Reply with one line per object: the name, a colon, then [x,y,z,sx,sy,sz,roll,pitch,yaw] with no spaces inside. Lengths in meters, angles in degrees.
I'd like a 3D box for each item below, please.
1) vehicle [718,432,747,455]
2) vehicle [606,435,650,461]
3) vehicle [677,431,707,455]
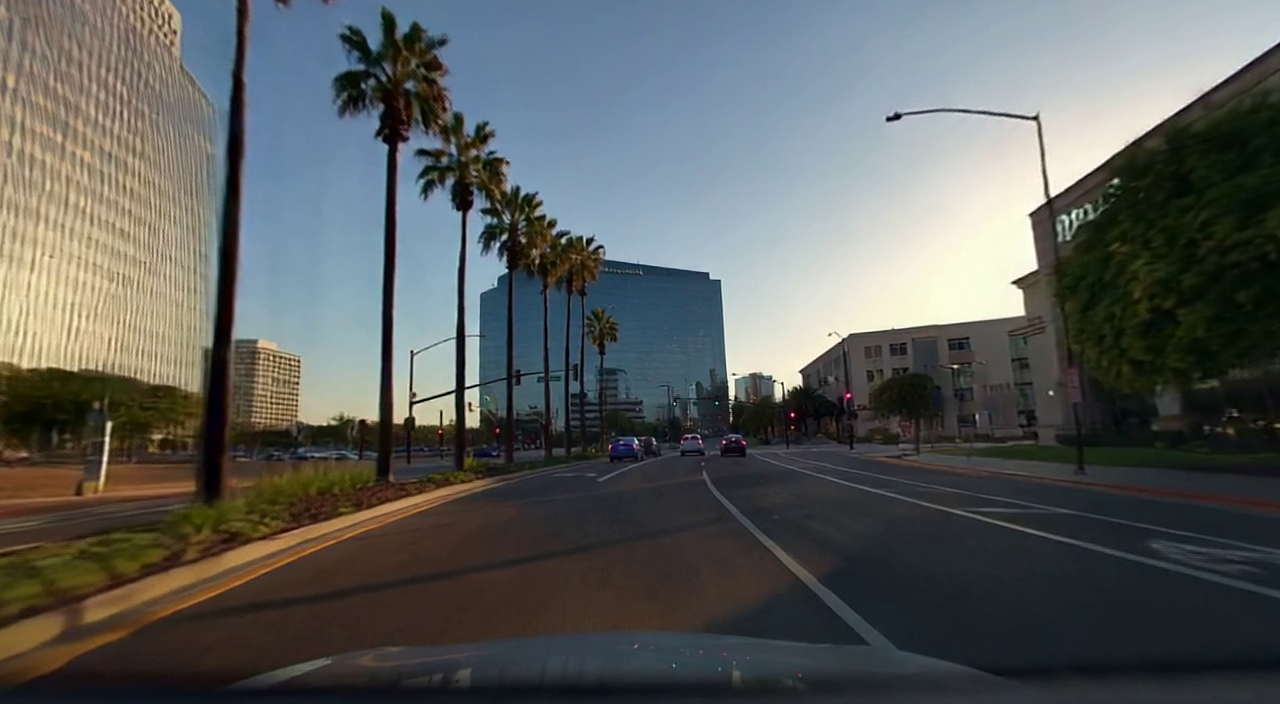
vehicle: [6.789,6.778,46.707,1.936,1.567,3.896,-1,-8,6]
vehicle: [-0.637,5.880,38.707,1.962,1.480,4.605,-1,-8,8]
vehicle: [4.045,7.053,48.754,2.060,1.730,4.257,-1,-8,8]
